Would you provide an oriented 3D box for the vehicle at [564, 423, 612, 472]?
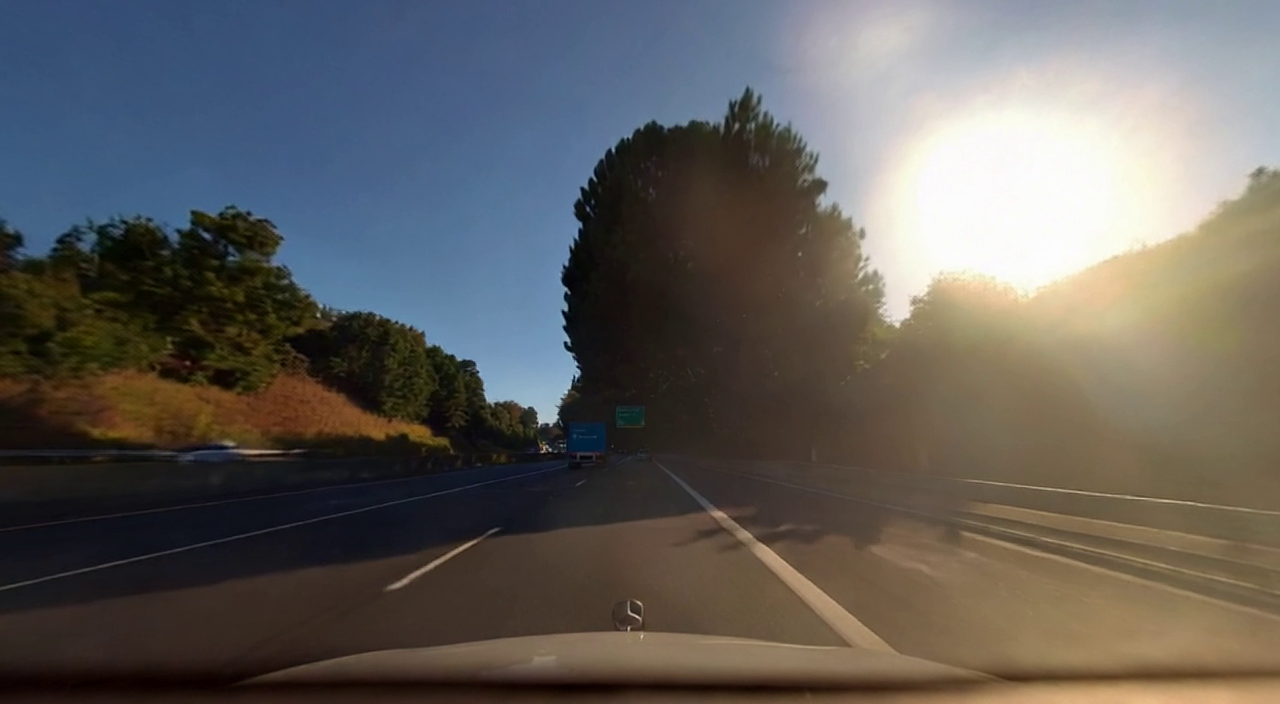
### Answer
[{"bbox_3d":[-3.536,6.701,44.359,2.695,3.151,6.885,0,-9,1],"label":"vehicle"}]

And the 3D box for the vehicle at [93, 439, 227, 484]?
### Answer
[{"bbox_3d":[-17.653,4.024,23.448,1.757,1.491,4.055,0,-9,0],"label":"vehicle"}]
